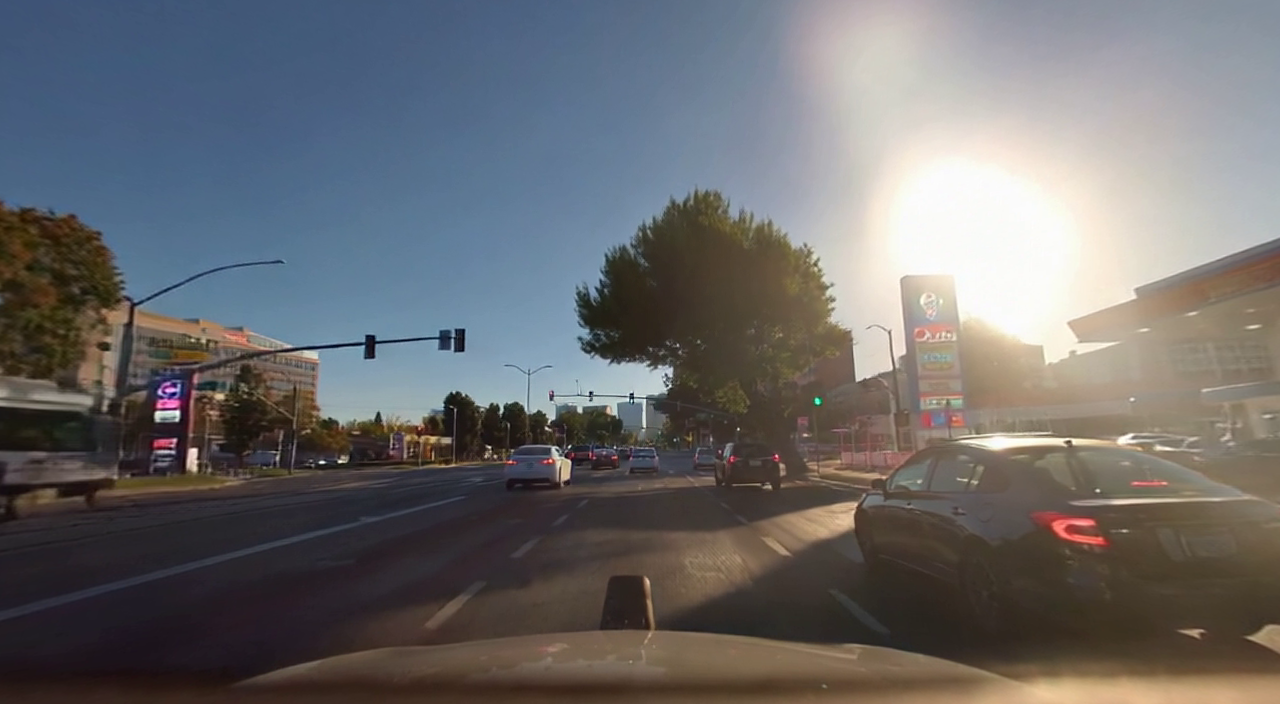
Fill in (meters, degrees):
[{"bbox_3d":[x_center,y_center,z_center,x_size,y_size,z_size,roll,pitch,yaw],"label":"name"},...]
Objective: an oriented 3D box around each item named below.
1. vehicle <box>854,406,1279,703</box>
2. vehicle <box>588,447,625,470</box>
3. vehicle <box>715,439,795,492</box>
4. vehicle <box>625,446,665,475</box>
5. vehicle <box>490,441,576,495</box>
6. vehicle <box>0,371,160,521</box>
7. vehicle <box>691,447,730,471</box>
[{"bbox_3d":[3.542,1.327,4.978,2.038,1.499,4.868,0,-8,1],"label":"vehicle"},{"bbox_3d":[-2.262,7.380,43.880,2.192,1.463,4.211,-1,-8,2],"label":"vehicle"},{"bbox_3d":[3.989,4.010,22.599,2.022,1.683,4.171,0,-8,0],"label":"vehicle"},{"bbox_3d":[0.285,5.955,34.907,2.104,1.477,4.591,0,-8,1],"label":"vehicle"},{"bbox_3d":[-3.460,3.810,21.156,2.023,1.607,4.086,-1,-8,2],"label":"vehicle"},{"bbox_3d":[-16.088,2.173,14.512,2.856,3.384,9.039,0,-9,0],"label":"vehicle"},{"bbox_3d":[4.701,7.198,42.692,2.174,1.462,4.400,0,-8,1],"label":"vehicle"}]
